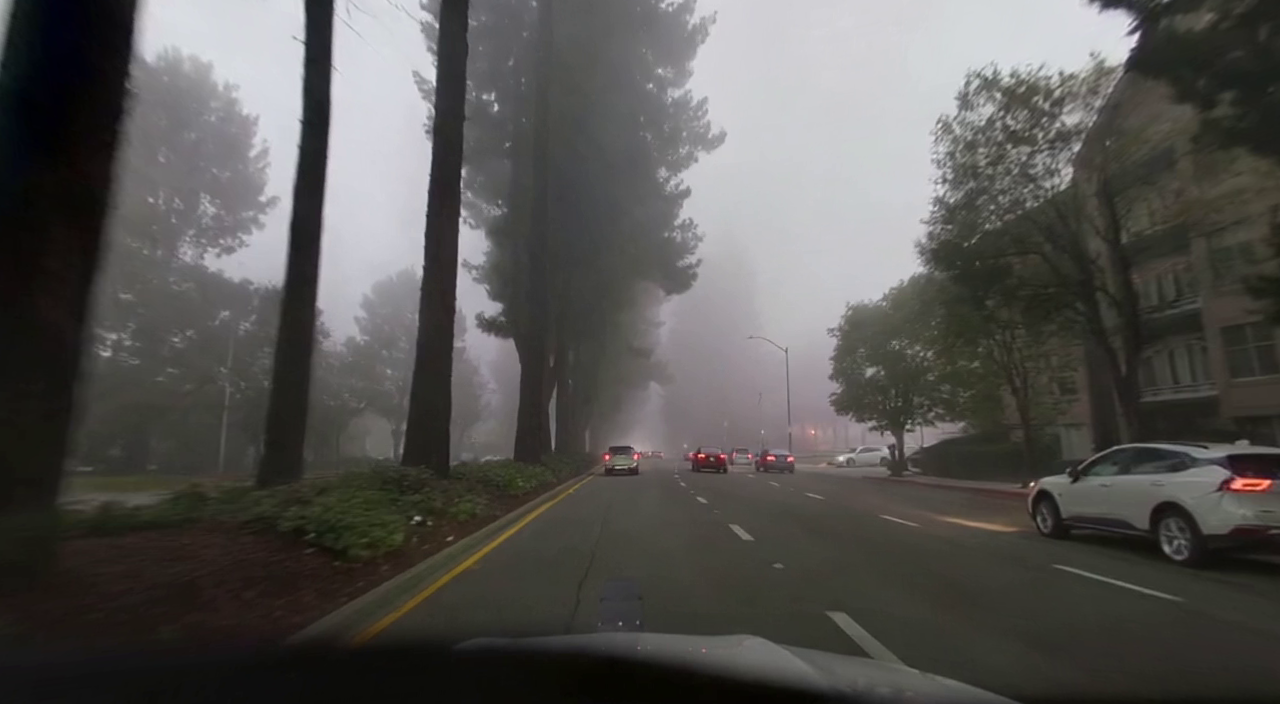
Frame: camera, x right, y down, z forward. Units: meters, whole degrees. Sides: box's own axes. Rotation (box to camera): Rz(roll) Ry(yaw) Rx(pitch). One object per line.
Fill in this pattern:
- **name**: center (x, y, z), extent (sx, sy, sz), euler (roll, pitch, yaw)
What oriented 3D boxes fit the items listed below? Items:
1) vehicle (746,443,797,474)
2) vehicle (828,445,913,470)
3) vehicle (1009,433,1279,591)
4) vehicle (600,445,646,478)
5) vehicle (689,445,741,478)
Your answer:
- **vehicle**: center (7.537, 6.156, 36.675), extent (1.945, 1.687, 4.292), euler (0, -8, -1)
- **vehicle**: center (14.248, 6.556, 39.279), extent (4.541, 1.487, 1.886), euler (-1, -8, 4)
- **vehicle**: center (7.096, 1.836, 8.051), extent (1.888, 1.508, 4.646), euler (0, -8, -1)
- **vehicle**: center (-0.751, 5.243, 30.608), extent (2.077, 1.477, 3.897), euler (0, -8, 0)
- **vehicle**: center (3.542, 5.250, 30.512), extent (2.020, 1.472, 3.958), euler (0, -8, 0)
